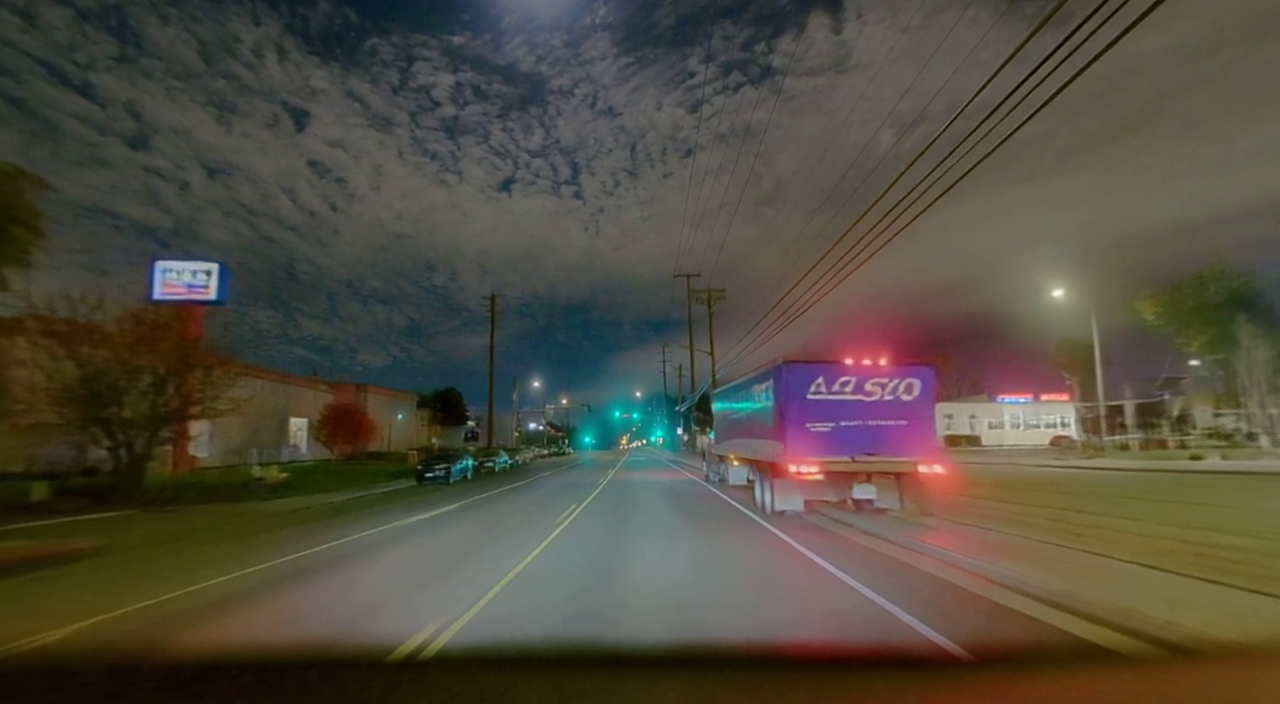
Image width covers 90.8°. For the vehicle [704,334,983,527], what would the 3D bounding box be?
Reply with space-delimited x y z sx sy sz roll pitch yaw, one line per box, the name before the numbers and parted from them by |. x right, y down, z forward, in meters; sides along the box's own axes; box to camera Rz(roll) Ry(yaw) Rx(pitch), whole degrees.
vehicle | 3.743 1.897 14.902 3.168 3.106 9.350 0 -8 -2

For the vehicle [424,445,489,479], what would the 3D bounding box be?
vehicle | -8.737 5.230 30.450 1.939 1.480 4.632 0 -9 -3

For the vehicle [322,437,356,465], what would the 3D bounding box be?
vehicle | -21.339 6.999 44.944 1.954 1.868 4.977 4 -9 -24

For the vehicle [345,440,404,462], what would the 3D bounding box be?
vehicle | -20.793 7.768 49.653 4.134 1.681 1.842 3 -10 -20

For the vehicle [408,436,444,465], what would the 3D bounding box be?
vehicle | -15.902 7.326 47.083 2.040 1.874 4.892 -3 -8 -14
